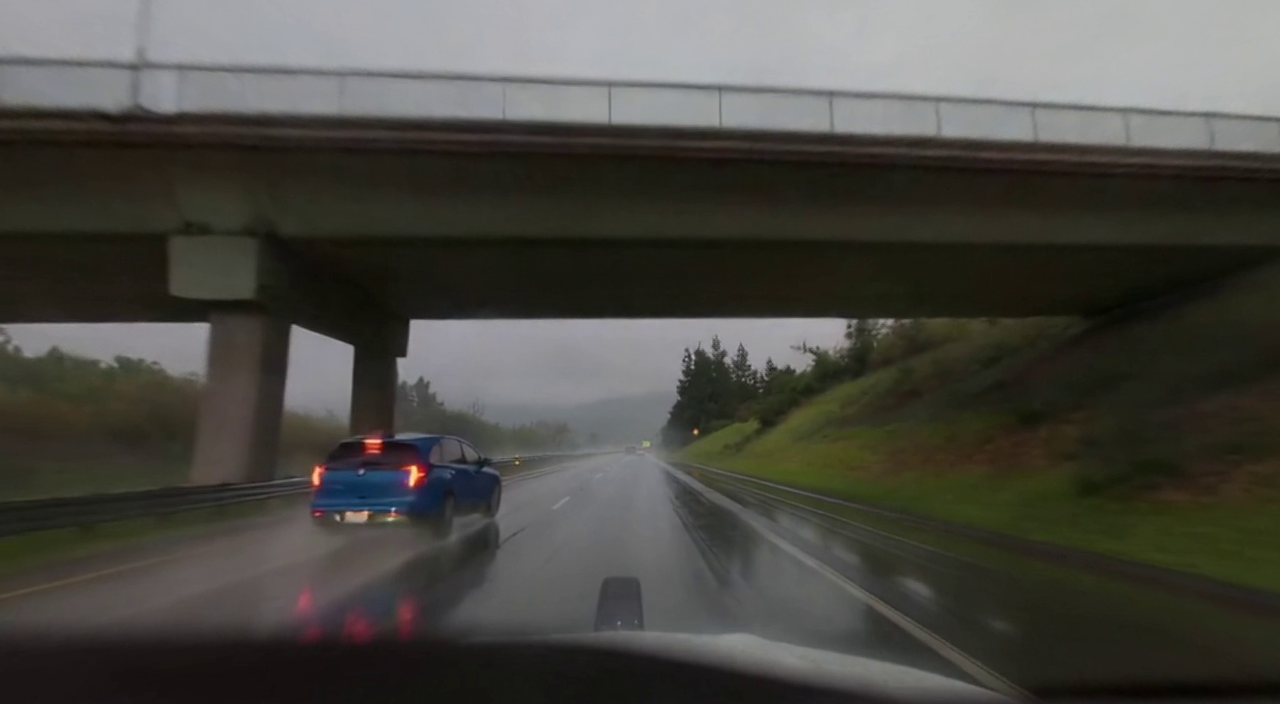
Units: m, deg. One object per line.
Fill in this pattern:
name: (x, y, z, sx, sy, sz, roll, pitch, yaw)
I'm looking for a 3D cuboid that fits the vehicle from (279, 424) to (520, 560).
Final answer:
vehicle: (-3.408, 2.070, 10.009, 2.082, 1.668, 4.274, 0, -9, 1)
